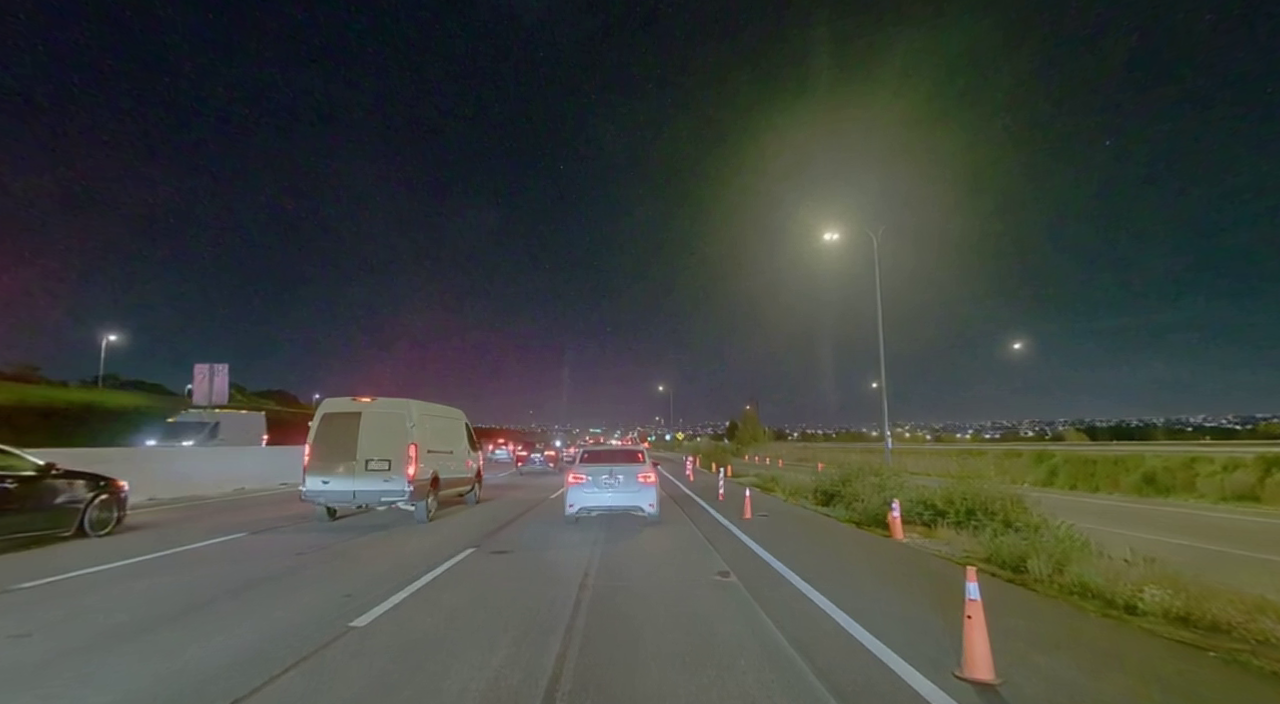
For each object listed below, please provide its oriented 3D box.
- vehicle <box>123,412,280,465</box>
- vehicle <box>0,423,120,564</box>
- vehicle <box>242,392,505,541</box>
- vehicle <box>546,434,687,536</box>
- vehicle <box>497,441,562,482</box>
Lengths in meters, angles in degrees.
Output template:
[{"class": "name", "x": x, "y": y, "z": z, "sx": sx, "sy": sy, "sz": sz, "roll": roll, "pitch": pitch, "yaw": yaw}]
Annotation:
[{"class": "vehicle", "x": -17.698, "y": 3.574, "z": 26.061, "sx": 2.480, "sy": 1.907, "sz": 6.056, "roll": 0, "pitch": -8, "yaw": -5}, {"class": "vehicle", "x": -7.877, "y": 1.429, "z": 6.169, "sx": 1.930, "sy": 1.506, "sz": 4.279, "roll": 0, "pitch": -9, "yaw": 0}, {"class": "vehicle", "x": -4.225, "y": 1.977, "z": 11.494, "sx": 2.324, "sy": 2.012, "sz": 5.740, "roll": 0, "pitch": -9, "yaw": -1}, {"class": "vehicle", "x": -0.403, "y": 2.255, "z": 11.325, "sx": 2.069, "sy": 1.484, "sz": 3.918, "roll": 0, "pitch": -9, "yaw": -2}, {"class": "vehicle", "x": -4.217, "y": 4.216, "z": 24.650, "sx": 1.824, "sy": 1.459, "sz": 4.007, "roll": 0, "pitch": -9, "yaw": 0}]
